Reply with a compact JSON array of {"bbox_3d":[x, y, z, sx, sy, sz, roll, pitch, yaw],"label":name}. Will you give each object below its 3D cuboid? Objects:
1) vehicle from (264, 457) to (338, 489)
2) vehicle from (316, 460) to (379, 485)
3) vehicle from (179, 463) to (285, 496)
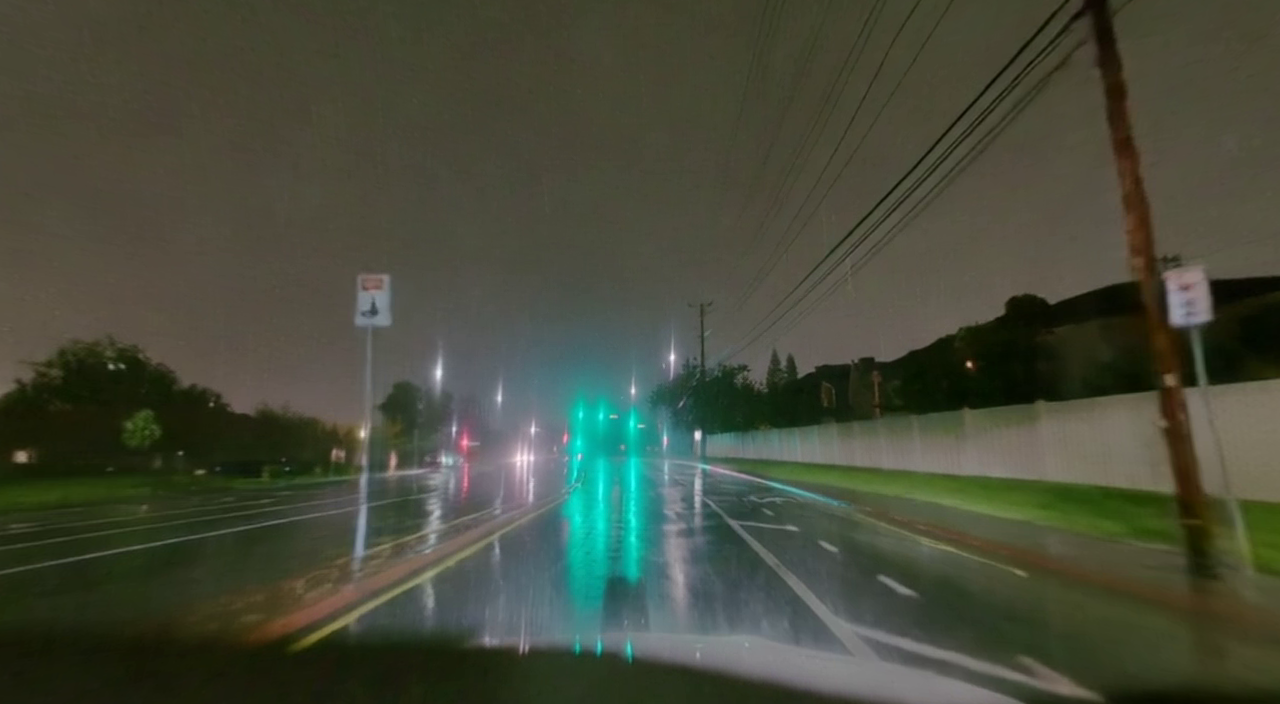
[{"bbox_3d":[-21.464,7.666,40.135,1.974,1.704,4.628,0,-8,2],"label":"vehicle"},{"bbox_3d":[-21.259,8.768,46.114,1.954,1.575,5.225,-1,-8,2],"label":"vehicle"},{"bbox_3d":[-21.485,6.710,33.512,1.919,1.497,5.140,-1,-9,4],"label":"vehicle"}]
